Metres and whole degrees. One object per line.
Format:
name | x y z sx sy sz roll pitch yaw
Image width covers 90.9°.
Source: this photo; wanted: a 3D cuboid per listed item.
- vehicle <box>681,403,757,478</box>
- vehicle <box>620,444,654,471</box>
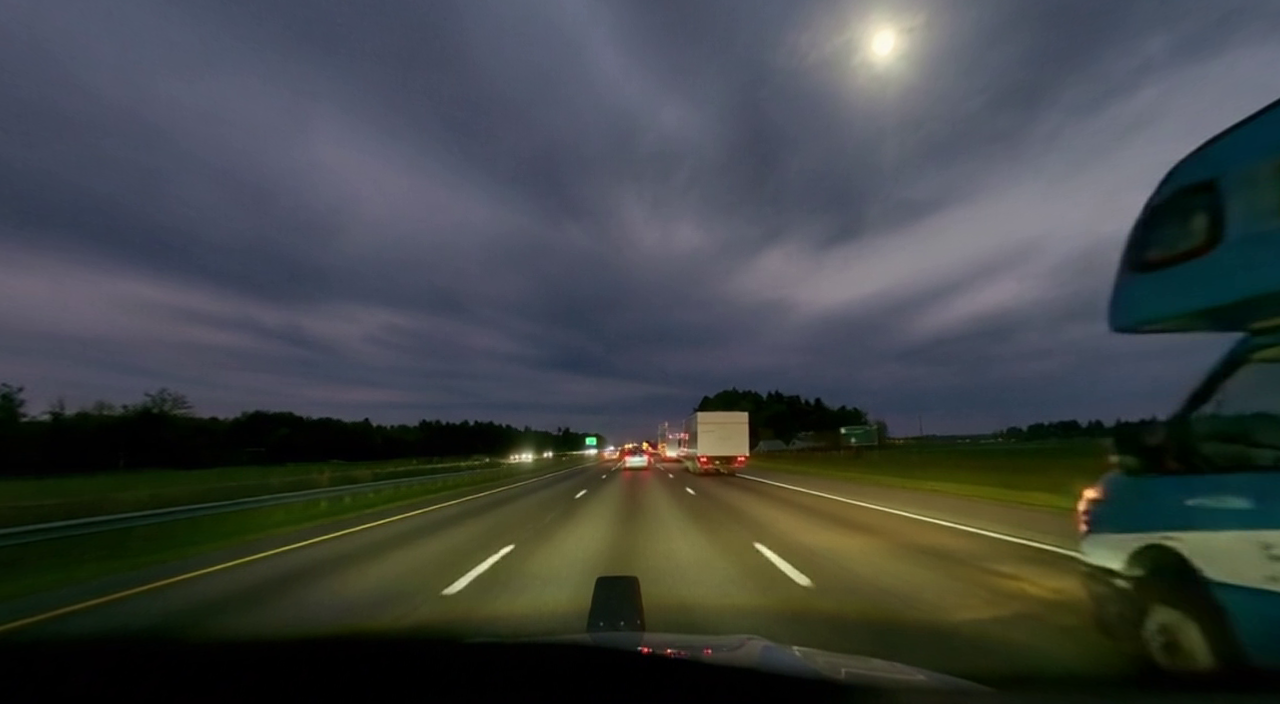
vehicle | 4.026 4.866 34.368 2.931 3.530 8.760 0 -9 0
vehicle | -0.162 6.998 41.824 2.151 1.678 3.923 0 -9 0
